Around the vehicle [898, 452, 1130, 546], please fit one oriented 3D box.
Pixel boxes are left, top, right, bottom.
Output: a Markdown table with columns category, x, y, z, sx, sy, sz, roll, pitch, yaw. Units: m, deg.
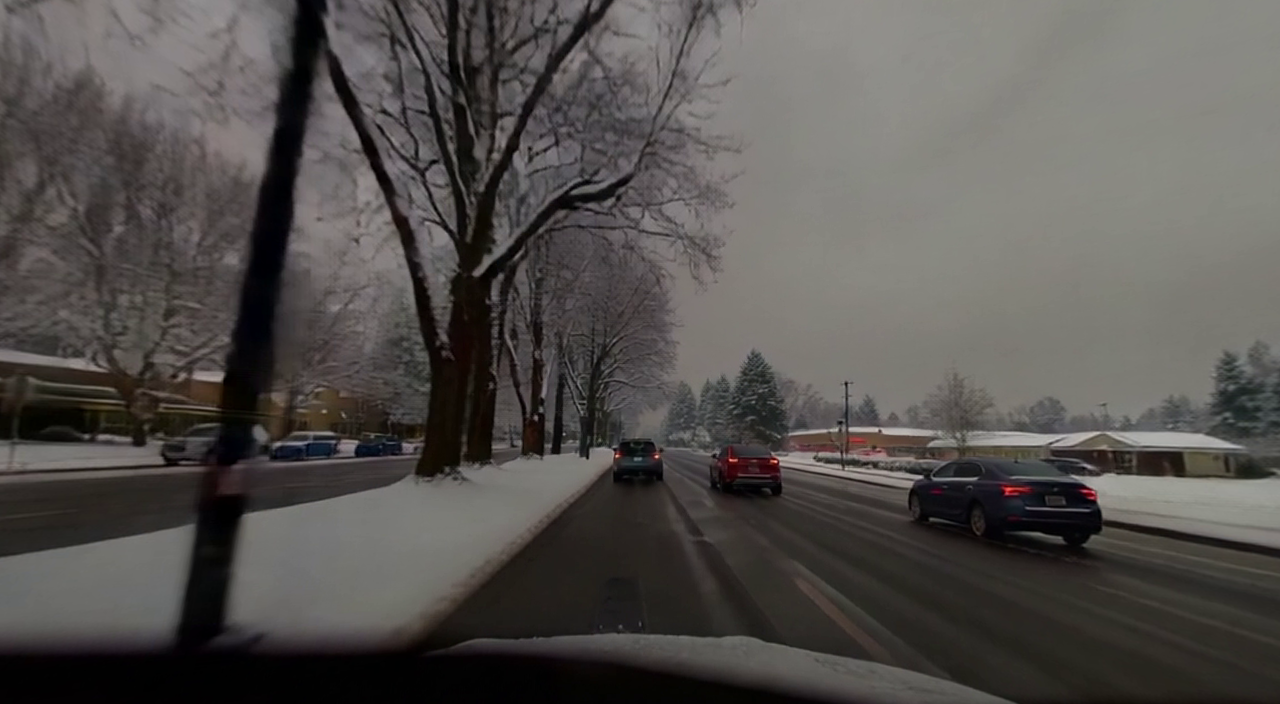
| category | x | y | z | sx | sy | sz | roll | pitch | yaw |
| --- | --- | --- | --- | --- | --- | --- | --- | --- | --- |
| vehicle | 7.030 | 2.762 | 12.480 | 1.944 | 1.458 | 4.268 | 0 | -8 | -1 |

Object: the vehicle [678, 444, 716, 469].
| category | x | y | z | sx | sy | sz | roll | pitch | yaw |
| --- | --- | --- | --- | --- | --- | --- | --- | --- | --- |
| vehicle | 3.602 | 6.693 | 40.422 | 2.012 | 1.462 | 4.163 | 0 | -8 | -1 |

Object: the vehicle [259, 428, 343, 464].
| category | x | y | z | sx | sy | sz | roll | pitch | yaw |
| --- | --- | --- | --- | --- | --- | --- | --- | --- | --- |
| vehicle | -18.567 | 5.190 | 34.646 | 1.915 | 1.824 | 4.760 | 0 | -8 | 1 |

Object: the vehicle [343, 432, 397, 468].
| category | x | y | z | sx | sy | sz | roll | pitch | yaw |
| --- | --- | --- | --- | --- | --- | --- | --- | --- | --- |
| vehicle | -13.218 | 4.808 | 30.905 | 2.161 | 1.642 | 4.587 | 3 | -9 | -21 |

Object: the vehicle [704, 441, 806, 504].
| category | x | y | z | sx | sy | sz | roll | pitch | yaw |
| --- | --- | --- | --- | --- | --- | --- | --- | --- | --- |
| vehicle | 2.968 | 3.202 | 17.178 | 1.932 | 1.510 | 4.168 | 0 | -8 | -1 |

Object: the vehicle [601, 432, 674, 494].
| category | x | y | z | sx | sy | sz | roll | pitch | yaw |
| --- | --- | --- | --- | --- | --- | --- | --- | --- | --- |
| vehicle | -0.056 | 3.370 | 19.413 | 2.008 | 1.674 | 4.239 | 0 | -8 | 0 |

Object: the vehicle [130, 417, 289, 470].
| category | x | y | z | sx | sy | sz | roll | pitch | yaw |
| --- | --- | --- | --- | --- | --- | --- | --- | --- | --- |
| vehicle | -18.748 | 4.077 | 27.955 | 2.226 | 2.019 | 6.809 | 0 | -8 | 0 |
